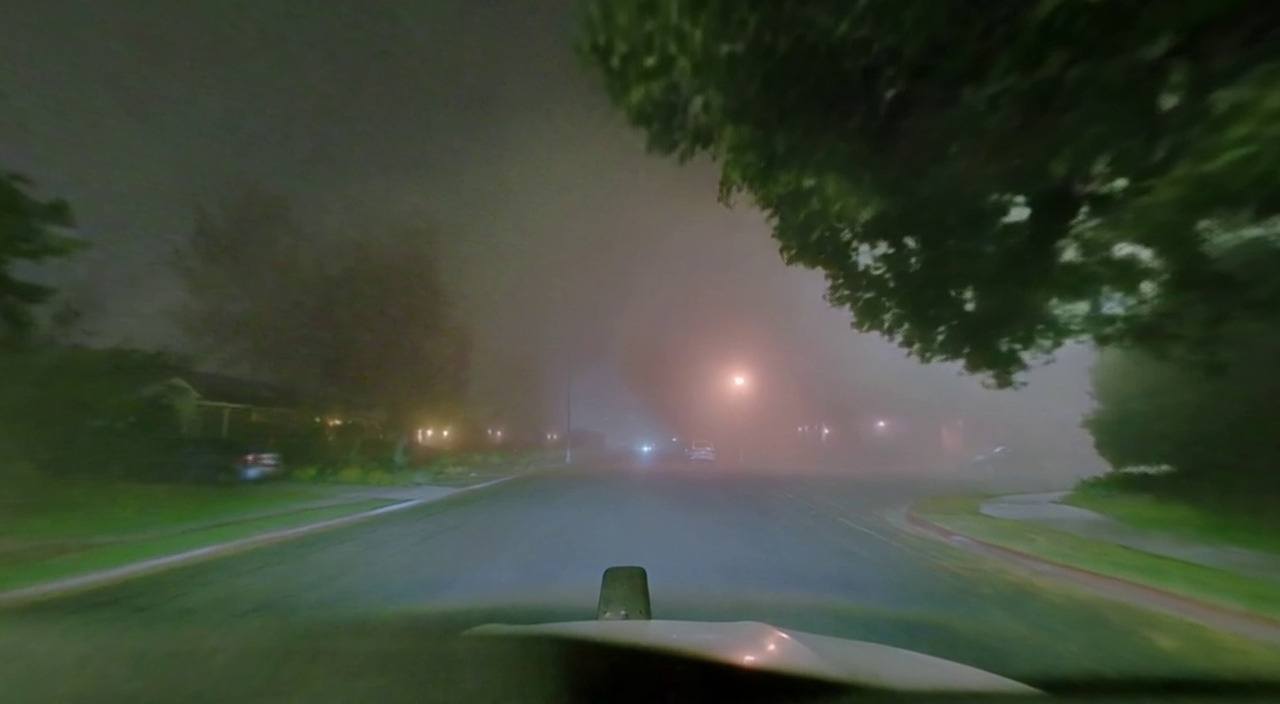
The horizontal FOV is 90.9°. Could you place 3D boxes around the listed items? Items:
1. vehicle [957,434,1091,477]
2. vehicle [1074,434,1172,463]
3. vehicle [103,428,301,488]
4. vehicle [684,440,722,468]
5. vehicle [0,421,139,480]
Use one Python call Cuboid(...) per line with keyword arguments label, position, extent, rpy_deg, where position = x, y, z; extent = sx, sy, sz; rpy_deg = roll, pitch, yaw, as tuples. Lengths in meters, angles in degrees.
Cuboid(label="vehicle", position=(17.648, 4.786, 29.197), extent=(4.681, 1.810, 2.249), rpy_deg=(-2, -8, 5))
Cuboid(label="vehicle", position=(27.868, 5.586, 36.619), extent=(2.009, 1.538, 4.676), rpy_deg=(0, -8, 0))
Cuboid(label="vehicle", position=(-13.198, 3.213, 19.232), extent=(4.543, 1.691, 1.957), rpy_deg=(0, -8, 0))
Cuboid(label="vehicle", position=(4.193, 6.855, 42.638), extent=(2.046, 1.760, 4.570), rpy_deg=(0, -8, -1))
Cuboid(label="vehicle", position=(-18.488, 3.000, 19.309), extent=(4.530, 1.678, 1.994), rpy_deg=(0, -8, 2))
